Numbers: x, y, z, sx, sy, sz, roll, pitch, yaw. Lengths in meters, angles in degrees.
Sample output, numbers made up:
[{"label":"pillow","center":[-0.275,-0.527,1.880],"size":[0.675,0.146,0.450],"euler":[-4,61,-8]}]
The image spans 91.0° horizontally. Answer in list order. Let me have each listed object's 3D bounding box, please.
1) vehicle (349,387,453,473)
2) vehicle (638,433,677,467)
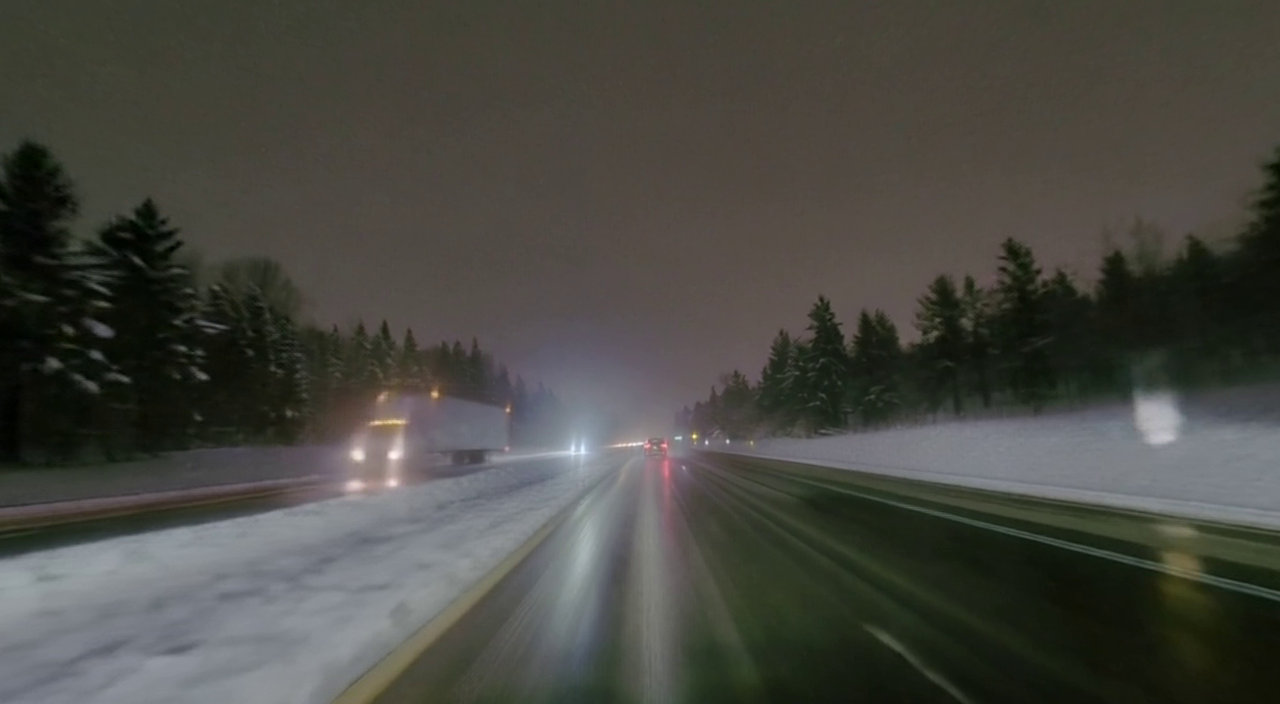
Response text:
[{"label":"vehicle","center":[-11.469,3.841,30.808],"size":[2.907,3.852,5.056],"euler":[0,-8,1]},{"label":"vehicle","center":[1.096,6.058,39.121],"size":[2.301,1.944,4.554],"euler":[0,-8,1]}]
